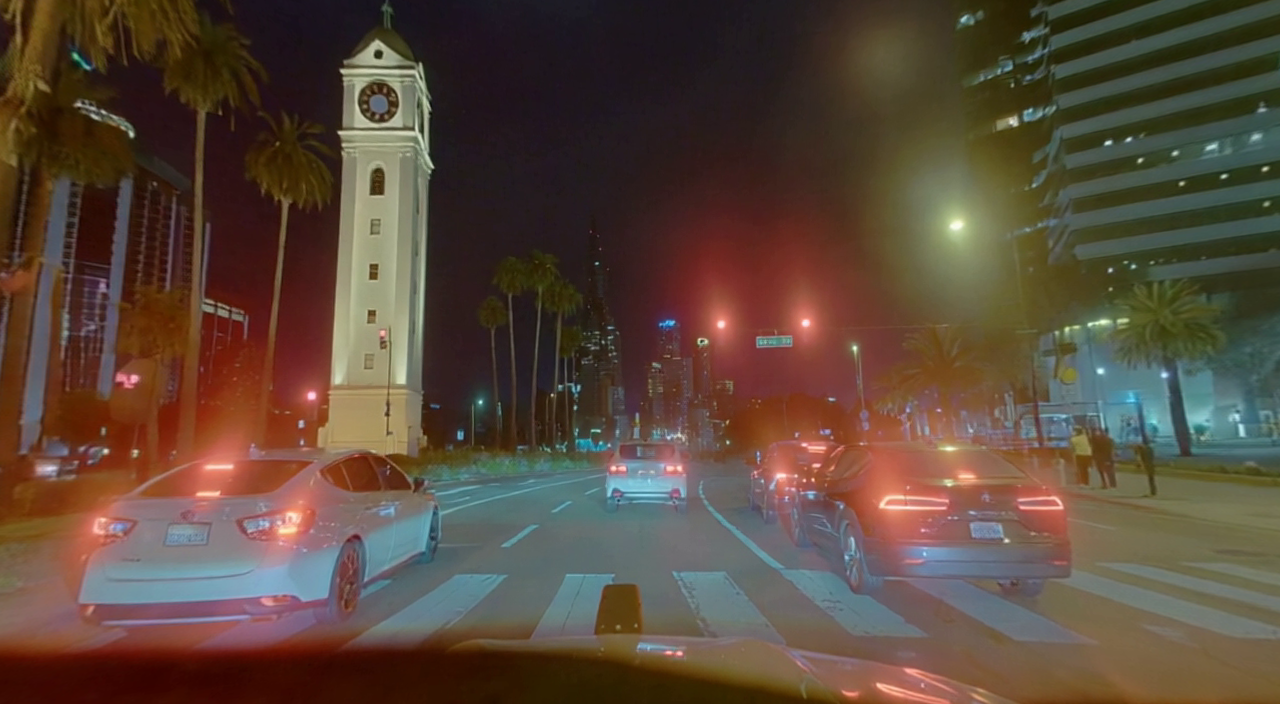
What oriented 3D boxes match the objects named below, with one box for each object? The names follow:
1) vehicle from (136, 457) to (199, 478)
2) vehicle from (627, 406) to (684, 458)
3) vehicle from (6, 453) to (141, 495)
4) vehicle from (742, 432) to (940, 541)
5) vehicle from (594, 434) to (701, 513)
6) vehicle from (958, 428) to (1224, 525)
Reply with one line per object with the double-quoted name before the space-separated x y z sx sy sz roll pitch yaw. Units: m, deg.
"vehicle" -36.828 8.995 49.212 1.700 1.527 4.445 1 -9 -4
"vehicle" 0.840 3.755 29.173 2.230 2.158 5.498 -1 -9 5
"vehicle" -26.696 5.718 29.952 2.105 1.793 4.812 0 -9 -3
"vehicle" 3.101 2.165 10.835 1.913 1.469 4.425 0 -9 -1
"vehicle" 0.182 2.624 14.021 2.048 1.503 3.681 0 -9 1
"vehicle" 8.178 2.280 12.055 1.859 1.508 4.259 0 -9 -1
